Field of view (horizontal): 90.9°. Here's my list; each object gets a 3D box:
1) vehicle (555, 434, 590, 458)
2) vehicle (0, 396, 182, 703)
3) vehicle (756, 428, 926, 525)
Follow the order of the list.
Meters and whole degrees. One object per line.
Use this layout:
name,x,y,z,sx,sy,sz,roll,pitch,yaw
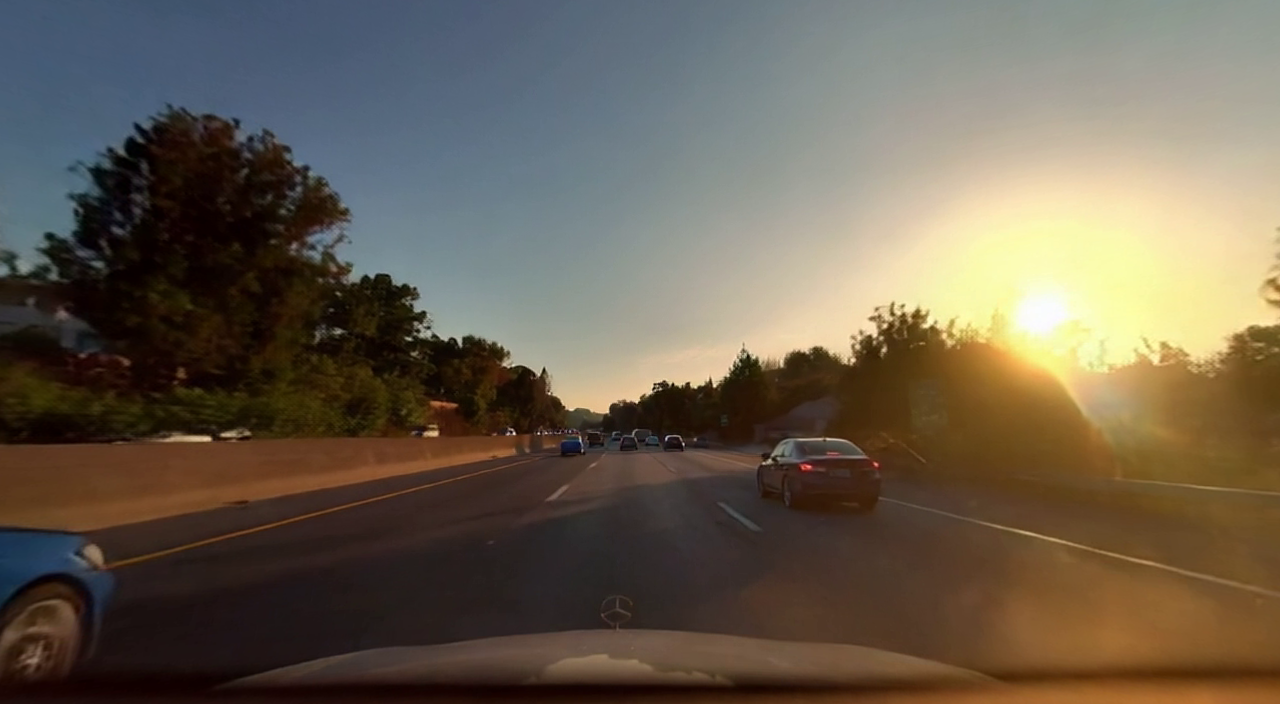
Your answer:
vehicle,-4.531,6.338,42.837,1.941,1.529,4.111,0,-8,-1
vehicle,-3.922,0.788,1.515,2.032,1.535,4.889,0,-8,-1
vehicle,3.593,2.268,12.109,1.883,1.536,3.792,0,-8,-2
